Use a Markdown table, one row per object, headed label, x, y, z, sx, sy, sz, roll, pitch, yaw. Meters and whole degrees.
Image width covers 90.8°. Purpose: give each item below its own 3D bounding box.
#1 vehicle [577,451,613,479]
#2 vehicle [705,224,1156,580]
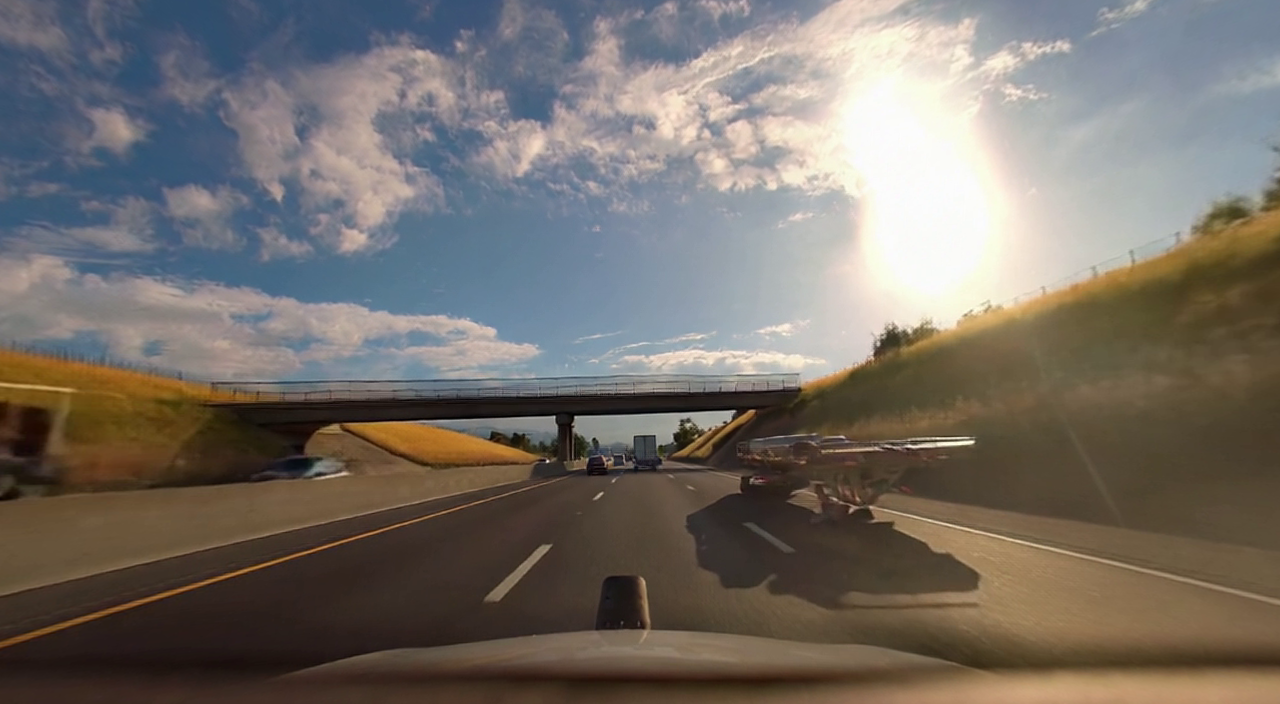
| label | x | y | z | sx | sy | sz | roll | pitch | yaw |
| --- | --- | --- | --- | --- | --- | --- | --- | --- | --- |
| vehicle | -2.873 | 7.270 | 40.808 | 2.007 | 1.647 | 3.854 | 0 | -9 | 0 |
| vehicle | 4.051 | 1.761 | 15.449 | 3.131 | 4.037 | 16.729 | 0 | -9 | 0 |
